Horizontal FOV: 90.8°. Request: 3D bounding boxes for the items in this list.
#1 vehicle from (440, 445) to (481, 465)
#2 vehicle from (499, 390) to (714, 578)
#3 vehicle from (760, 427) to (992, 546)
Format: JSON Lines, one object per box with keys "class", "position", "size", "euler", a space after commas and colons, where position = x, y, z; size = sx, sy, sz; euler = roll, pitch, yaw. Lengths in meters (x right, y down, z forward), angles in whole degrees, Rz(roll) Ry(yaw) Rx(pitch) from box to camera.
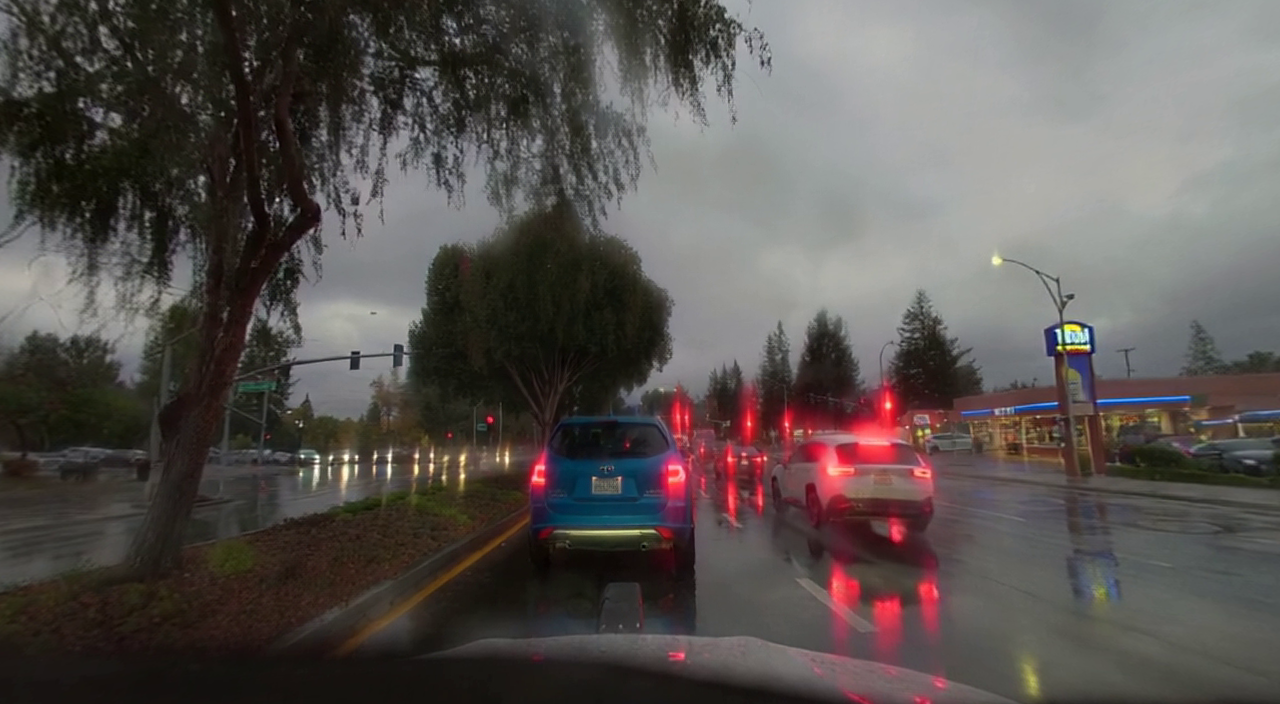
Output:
{"class": "vehicle", "position": [-13.875, 7.972, 49.124], "size": [1.983, 1.460, 4.456], "euler": [0, -9, -2]}
{"class": "vehicle", "position": [-0.310, 1.642, 8.620], "size": [2.096, 1.837, 4.687], "euler": [0, -9, 0]}
{"class": "vehicle", "position": [3.578, 2.137, 10.798], "size": [2.098, 1.555, 4.778], "euler": [0, -9, 0]}
